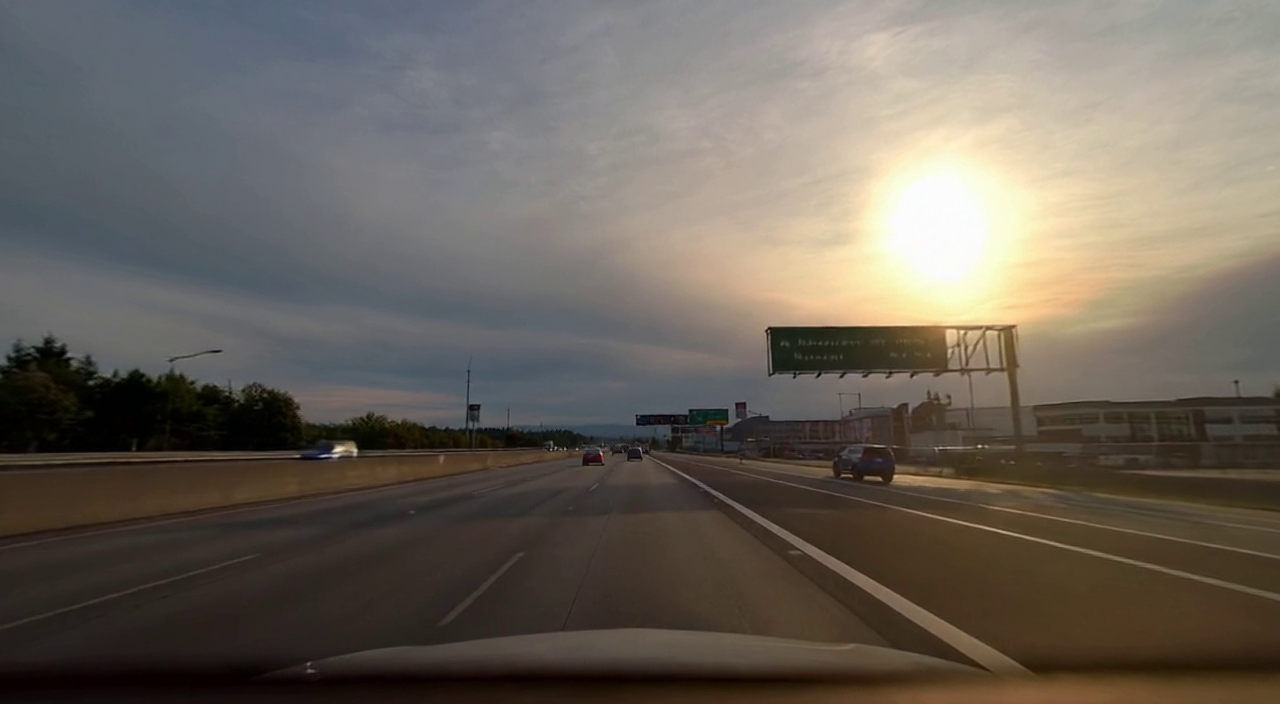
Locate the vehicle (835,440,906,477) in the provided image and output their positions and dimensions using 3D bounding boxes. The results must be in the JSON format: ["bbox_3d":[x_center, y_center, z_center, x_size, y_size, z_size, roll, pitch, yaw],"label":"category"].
[{"bbox_3d":[15.328,7.106,42.320,2.411,2.326,5.300,0,-9,-4],"label":"vehicle"}]

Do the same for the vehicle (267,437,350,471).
[{"bbox_3d":[-19.278,5.951,37.024,2.107,1.810,5.134,0,-9,0],"label":"vehicle"}]
